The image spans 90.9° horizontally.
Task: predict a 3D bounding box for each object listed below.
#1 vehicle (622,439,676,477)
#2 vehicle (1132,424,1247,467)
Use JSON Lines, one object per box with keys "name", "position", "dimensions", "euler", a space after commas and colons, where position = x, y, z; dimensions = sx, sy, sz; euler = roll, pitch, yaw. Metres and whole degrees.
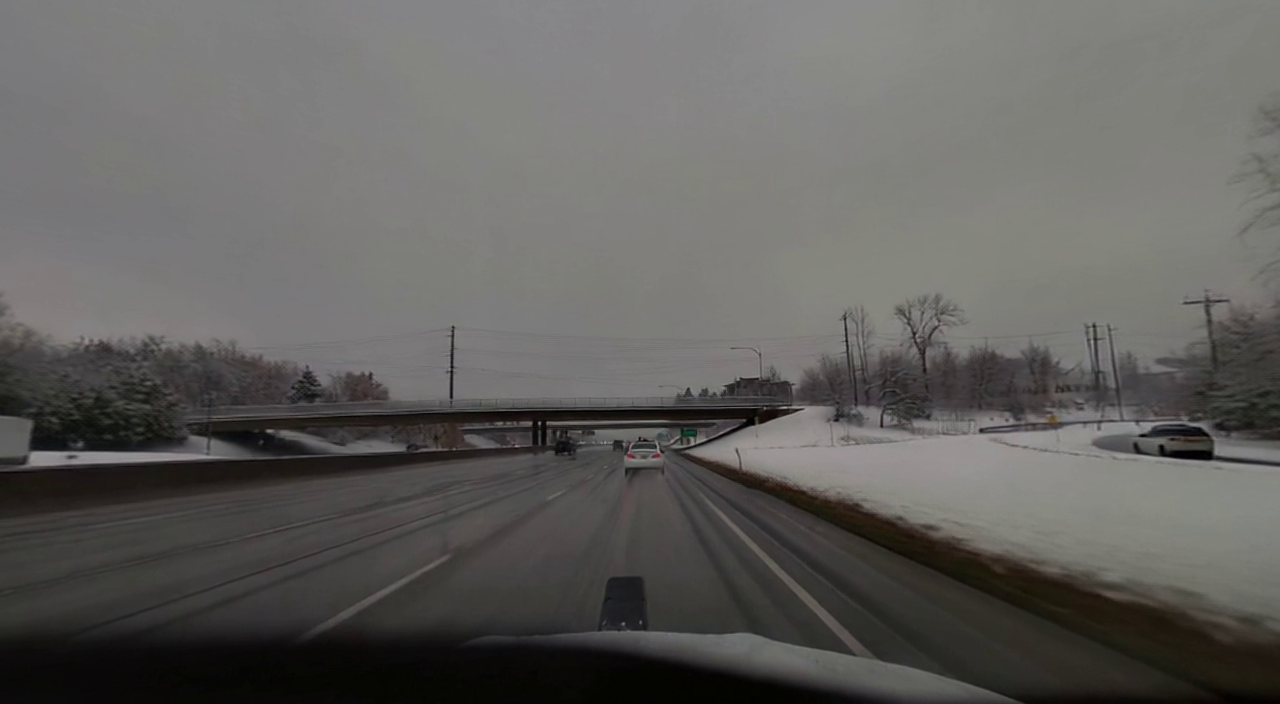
{"name": "vehicle", "position": [0.365, 4.552, 27.298], "dimensions": [2.145, 1.493, 4.146], "euler": [0, -9, 0]}
{"name": "vehicle", "position": [24.188, 4.147, 28.035], "dimensions": [2.095, 1.674, 4.530], "euler": [-1, -9, 17]}
